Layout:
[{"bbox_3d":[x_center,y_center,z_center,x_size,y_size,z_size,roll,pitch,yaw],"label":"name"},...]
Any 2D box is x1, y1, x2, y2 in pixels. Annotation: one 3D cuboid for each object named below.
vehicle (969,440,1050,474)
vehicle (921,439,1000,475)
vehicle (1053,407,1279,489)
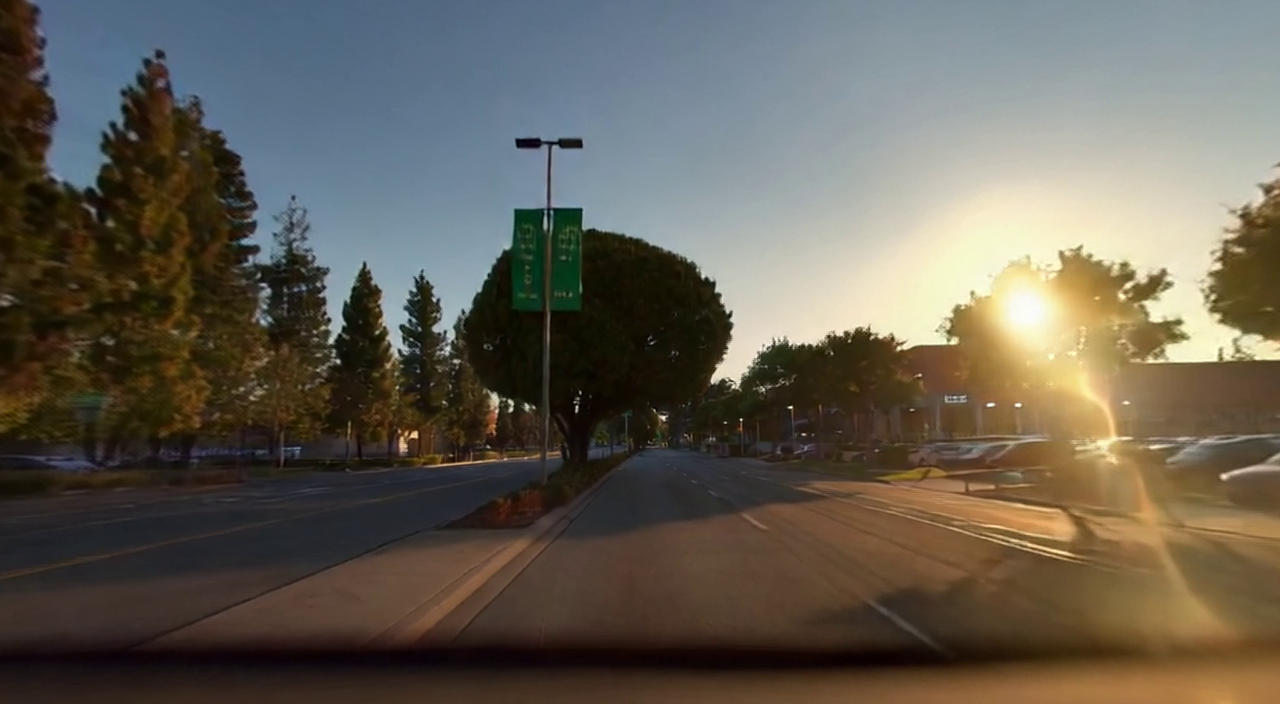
[{"bbox_3d":[19.654,5.548,33.737,1.859,1.643,4.091,-1,-7,1],"label":"vehicle"},{"bbox_3d":[17.129,5.592,33.959,1.882,1.699,4.367,-2,-8,-1],"label":"vehicle"},{"bbox_3d":[17.893,3.334,21.797,2.379,2.423,5.418,5,-10,-25],"label":"vehicle"}]
